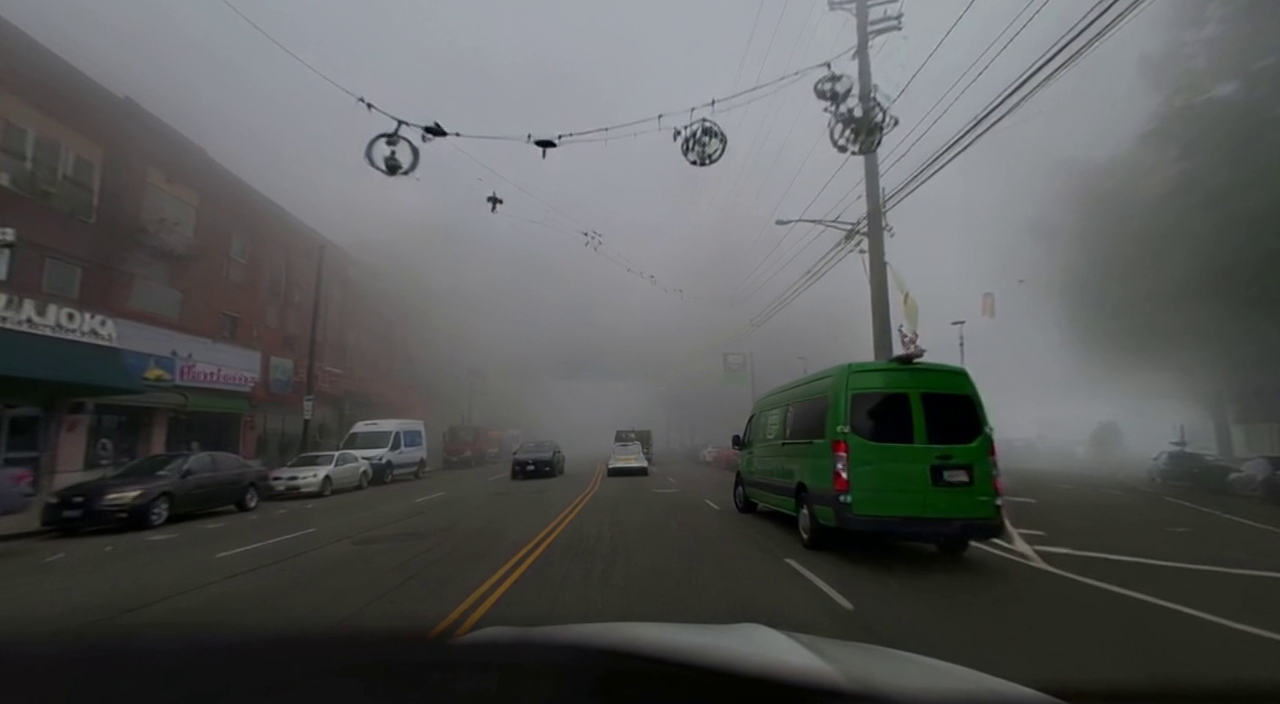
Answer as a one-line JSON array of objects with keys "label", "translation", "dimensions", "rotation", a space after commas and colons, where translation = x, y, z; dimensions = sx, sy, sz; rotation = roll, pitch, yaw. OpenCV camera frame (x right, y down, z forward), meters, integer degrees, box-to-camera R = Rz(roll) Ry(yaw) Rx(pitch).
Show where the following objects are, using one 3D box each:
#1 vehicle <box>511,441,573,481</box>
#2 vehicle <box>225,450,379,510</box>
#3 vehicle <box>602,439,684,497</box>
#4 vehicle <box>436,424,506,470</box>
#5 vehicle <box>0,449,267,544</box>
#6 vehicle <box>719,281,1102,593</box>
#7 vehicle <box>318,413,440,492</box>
[{"label": "vehicle", "translation": [-3.912, 4.425, 25.914], "dimensions": [1.974, 1.484, 4.400], "rotation": [0, -8, -2]}, {"label": "vehicle", "translation": [-9.686, 3.662, 18.669], "dimensions": [2.063, 1.481, 4.722], "rotation": [0, -8, -2]}, {"label": "vehicle", "translation": [0.058, 3.303, 18.471], "dimensions": [2.112, 1.464, 4.411], "rotation": [0, -8, 0]}, {"label": "vehicle", "translation": [-10.212, 5.835, 38.925], "dimensions": [2.964, 2.597, 6.437], "rotation": [1, -8, -5]}, {"label": "vehicle", "translation": [-9.760, 2.727, 12.656], "dimensions": [1.848, 1.517, 4.452], "rotation": [0, -8, 0]}, {"label": "vehicle", "translation": [2.953, 1.267, 9.436], "dimensions": [2.419, 2.927, 6.907], "rotation": [0, -8, -2]}, {"label": "vehicle", "translation": [-9.965, 3.897, 24.831], "dimensions": [2.398, 2.723, 5.816], "rotation": [0, -8, -2]}]
